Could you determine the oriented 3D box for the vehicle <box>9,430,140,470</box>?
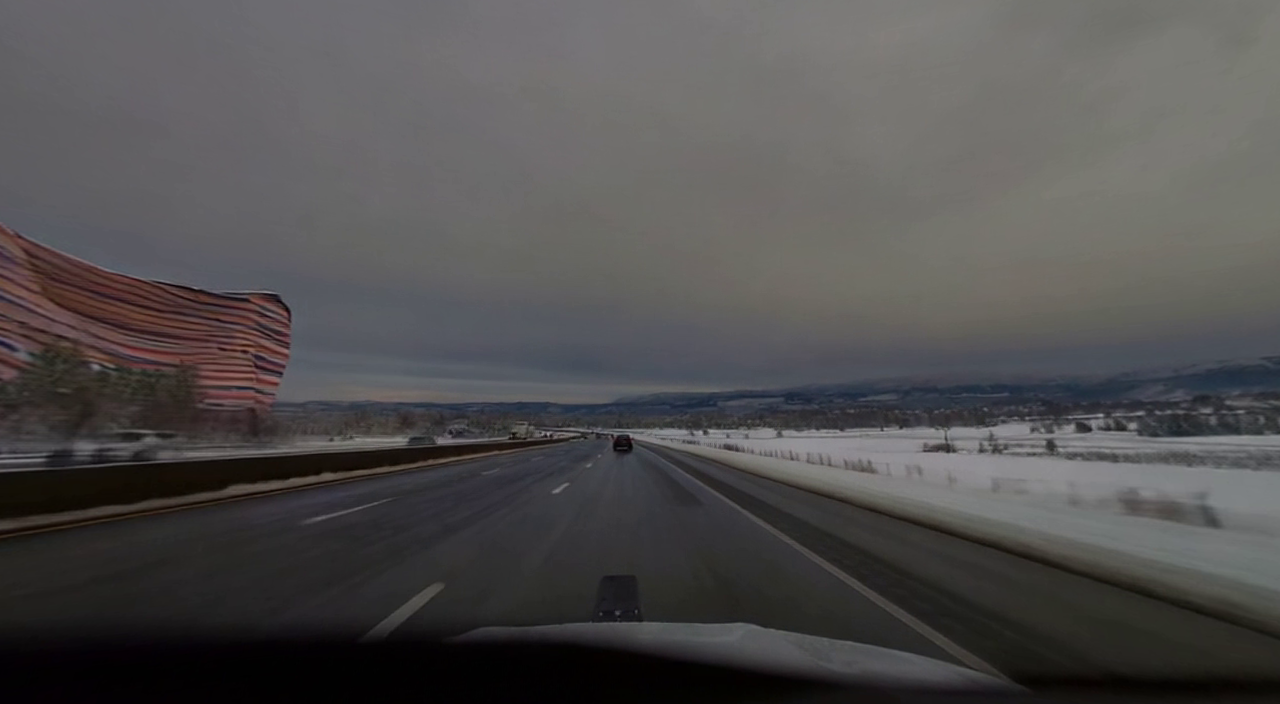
[{"bbox_3d":[-23.209,4.025,26.036,1.780,1.487,3.936,0,-8,0],"label":"vehicle"}]
